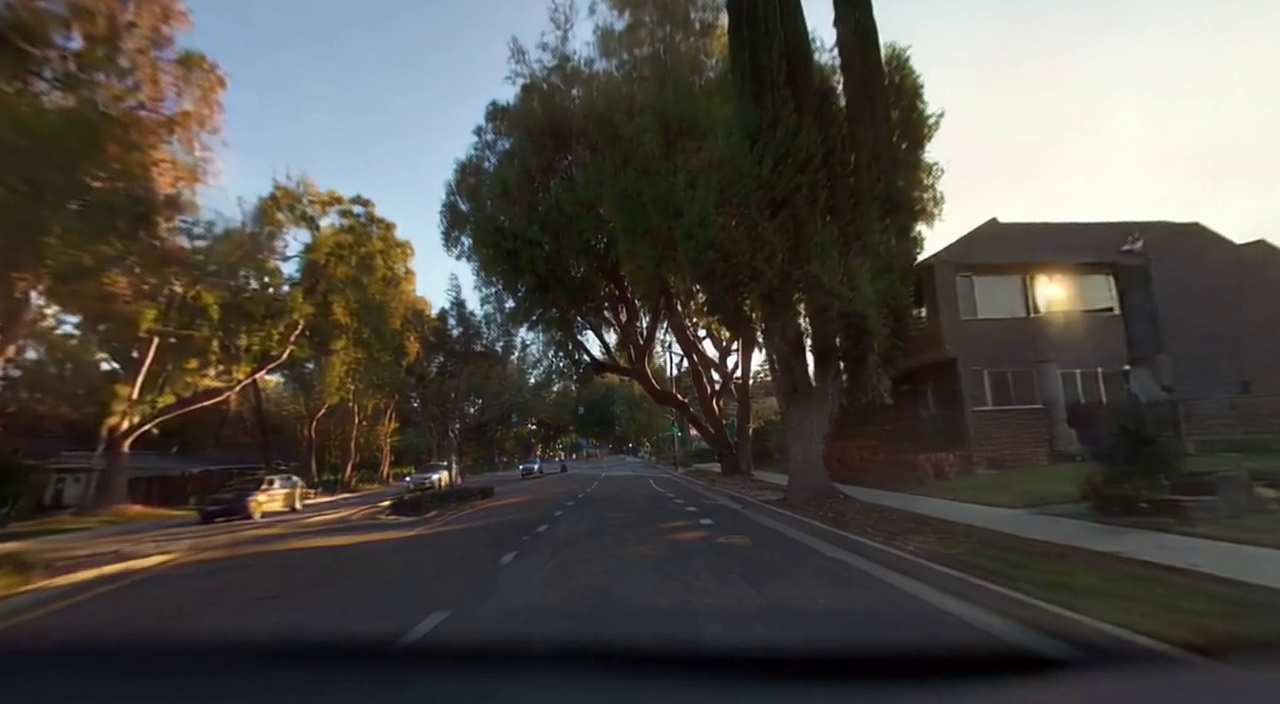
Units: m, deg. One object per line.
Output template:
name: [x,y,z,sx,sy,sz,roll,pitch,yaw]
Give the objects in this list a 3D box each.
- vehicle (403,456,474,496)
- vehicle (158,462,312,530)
vehicle: [-9.661,5.951,30.556,1.984,1.646,4.529,0,-8,-1]
vehicle: [-12.679,4.493,20.148,1.979,1.757,4.514,0,-8,-2]
